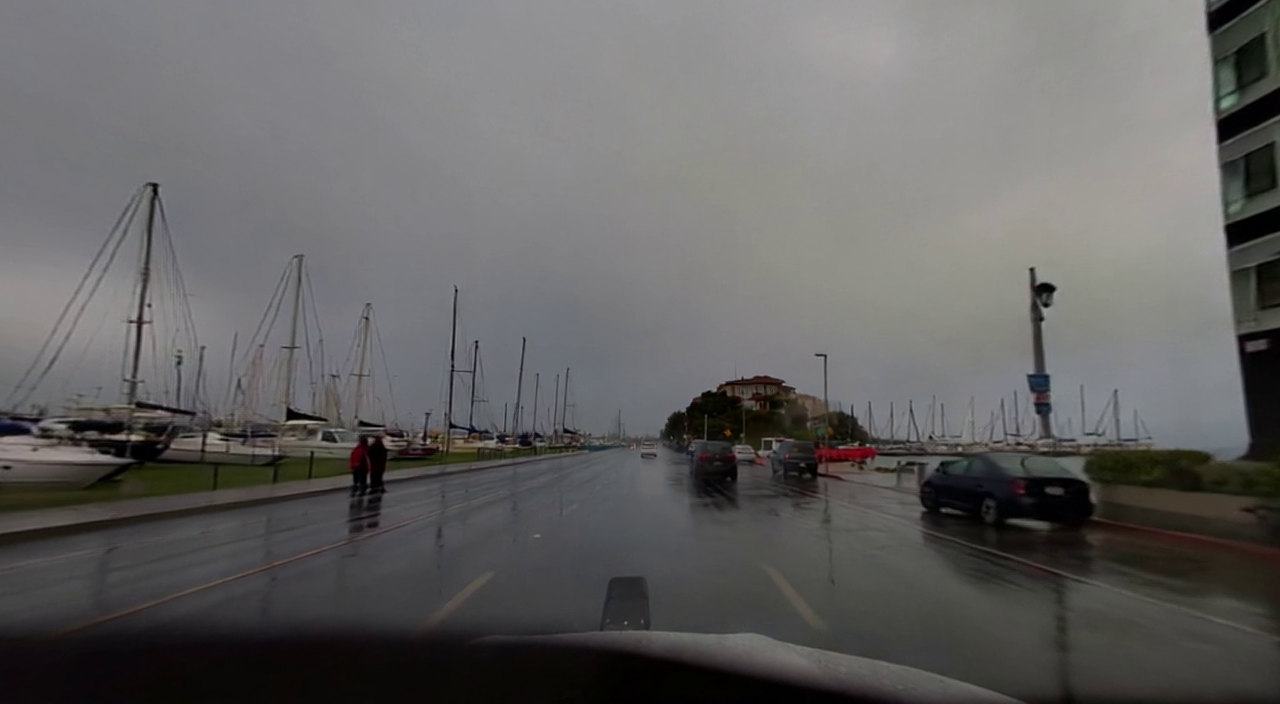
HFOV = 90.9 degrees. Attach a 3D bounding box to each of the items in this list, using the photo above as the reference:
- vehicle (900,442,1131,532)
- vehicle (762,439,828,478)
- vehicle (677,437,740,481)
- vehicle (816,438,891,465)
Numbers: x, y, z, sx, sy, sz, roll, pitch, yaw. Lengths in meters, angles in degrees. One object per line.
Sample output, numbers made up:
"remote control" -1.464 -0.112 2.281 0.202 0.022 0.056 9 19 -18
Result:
"vehicle" 7.450 2.683 13.199 2.112 1.514 4.371 -1 -9 0
"vehicle" 7.464 5.158 30.826 2.029 1.750 4.825 -1 -9 0
"vehicle" 2.700 4.339 25.789 2.047 1.640 4.051 0 -9 -1
"vehicle" 14.821 6.900 43.852 4.406 1.783 2.020 1 -8 -4
